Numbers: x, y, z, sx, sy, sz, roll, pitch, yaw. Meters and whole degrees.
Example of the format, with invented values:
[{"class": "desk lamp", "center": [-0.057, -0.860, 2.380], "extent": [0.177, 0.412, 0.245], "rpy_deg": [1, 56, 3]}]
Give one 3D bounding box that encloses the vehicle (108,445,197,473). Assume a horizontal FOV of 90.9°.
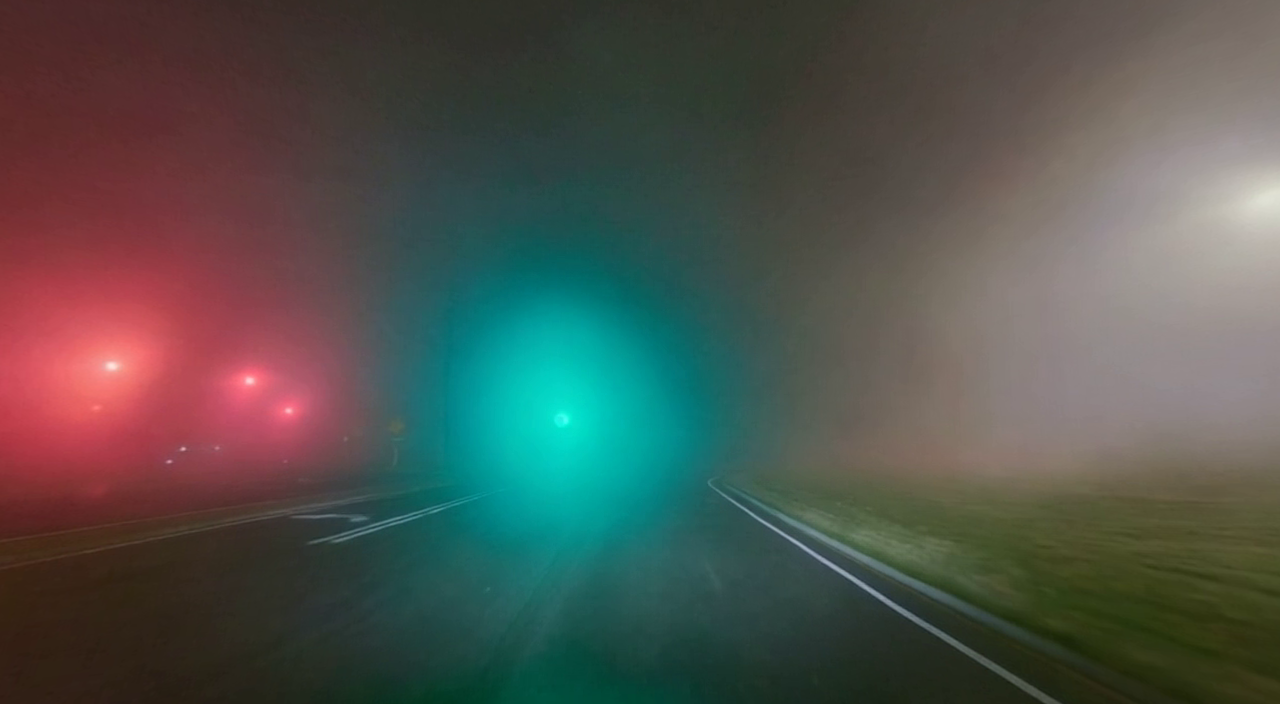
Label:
[{"class": "vehicle", "center": [-33.365, 7.321, 43.357], "extent": [1.913, 1.779, 4.959], "rpy_deg": [-1, -9, 4]}]
